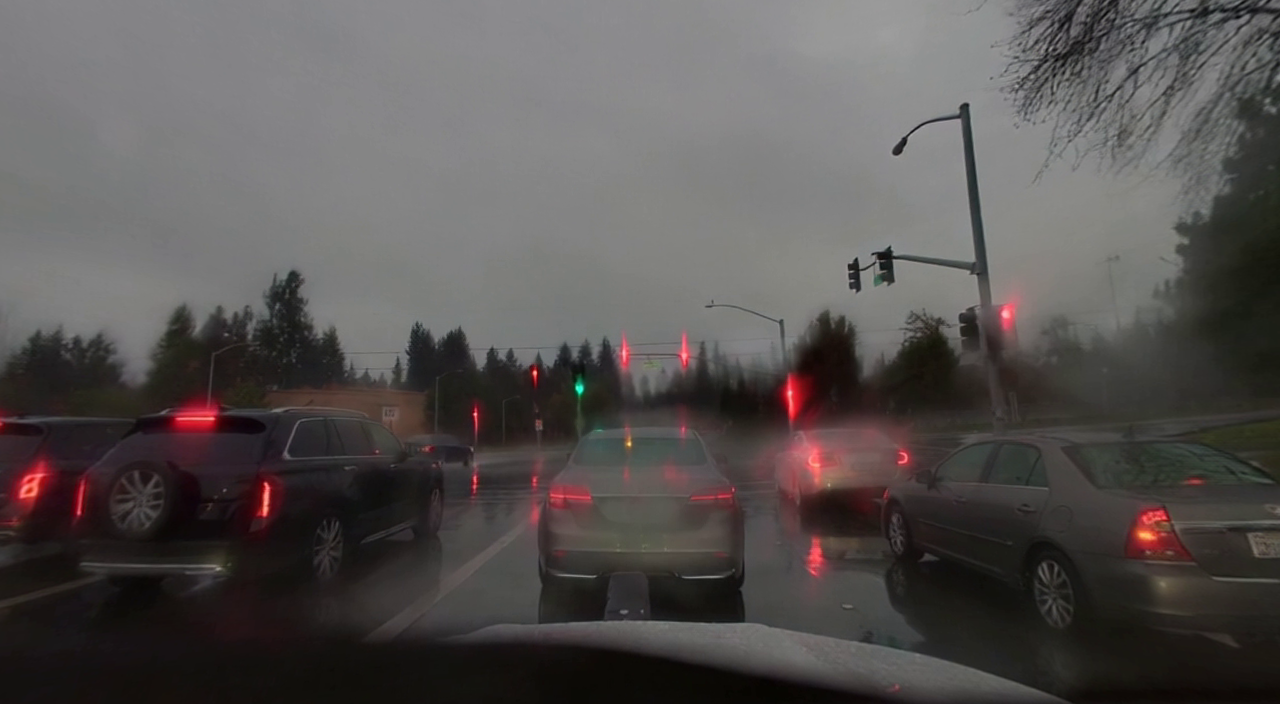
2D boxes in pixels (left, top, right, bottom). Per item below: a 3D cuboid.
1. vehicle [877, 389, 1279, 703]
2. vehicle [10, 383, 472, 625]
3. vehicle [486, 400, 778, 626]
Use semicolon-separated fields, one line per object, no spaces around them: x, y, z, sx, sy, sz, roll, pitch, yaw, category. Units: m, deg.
3.594;1.209;4.601;2.010;1.486;4.498;0;-8;1;vehicle
-3.541;1.430;6.866;2.014;1.755;4.360;0;-8;3;vehicle
-0.034;1.401;6.307;2.047;1.579;3.642;0;-8;1;vehicle
